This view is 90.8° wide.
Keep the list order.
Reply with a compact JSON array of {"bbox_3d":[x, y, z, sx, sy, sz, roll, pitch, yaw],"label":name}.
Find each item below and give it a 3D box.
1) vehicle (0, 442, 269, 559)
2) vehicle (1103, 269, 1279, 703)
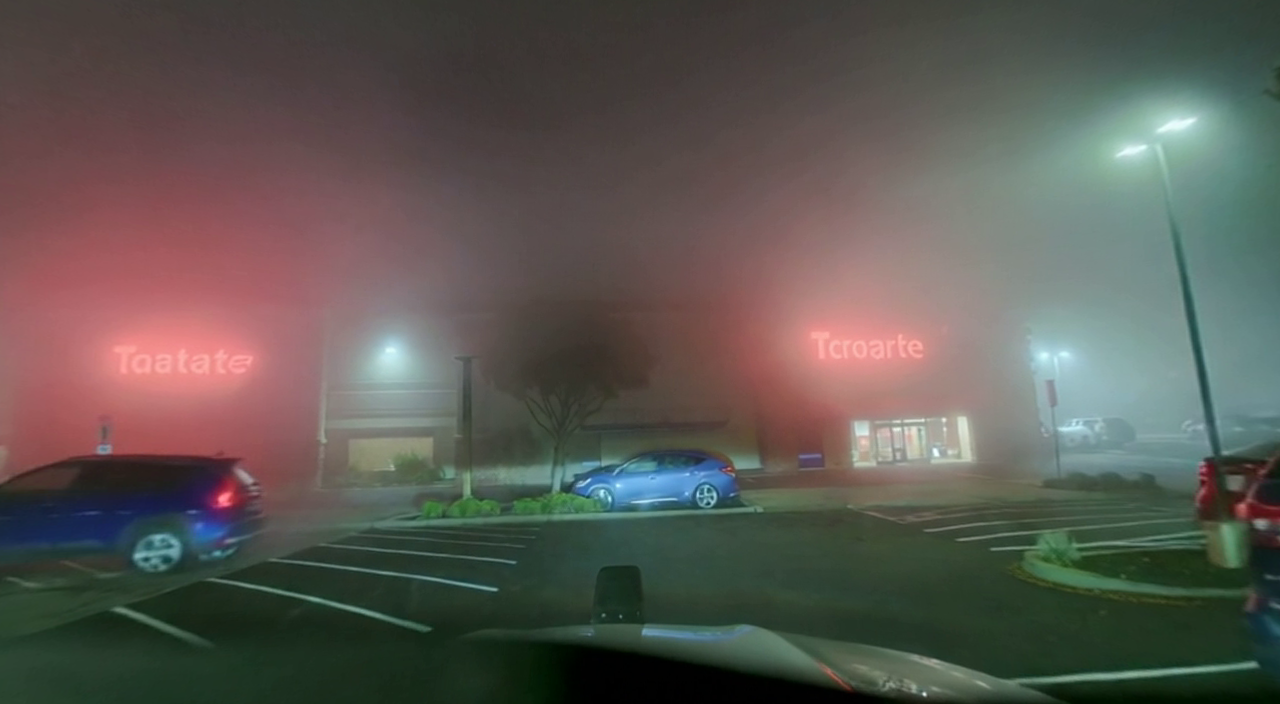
[{"bbox_3d":[-9.637,2.482,10.973,4.957,1.788,2.092,1,-9,-9],"label":"vehicle"},{"bbox_3d":[4.991,0.606,2.246,4.864,1.916,2.413,1,-9,-5],"label":"vehicle"}]
